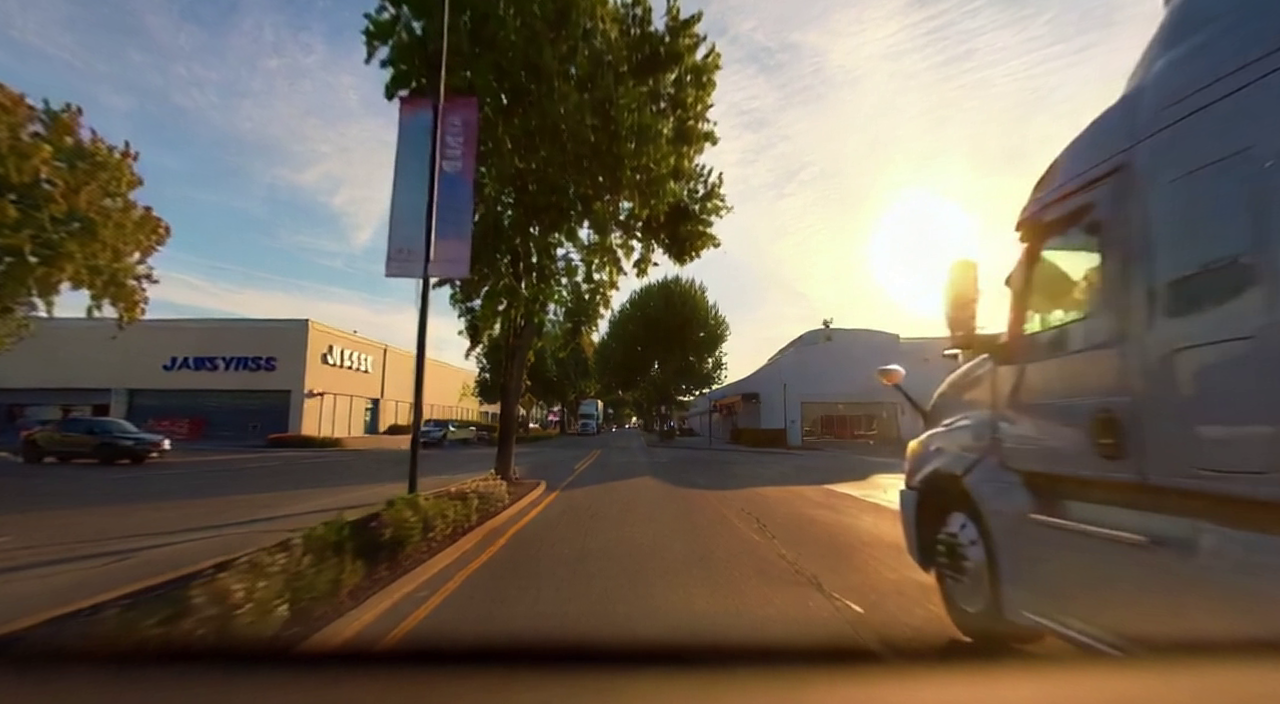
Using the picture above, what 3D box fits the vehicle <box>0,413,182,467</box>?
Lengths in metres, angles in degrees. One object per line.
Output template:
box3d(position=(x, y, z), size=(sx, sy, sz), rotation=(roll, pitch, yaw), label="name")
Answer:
box3d(position=(-16.985, 2.702, 19.393), size=(4.248, 1.511, 1.881), rotation=(-1, -7, 2), label="vehicle")

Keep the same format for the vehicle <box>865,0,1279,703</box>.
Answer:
box3d(position=(3.049, -0.550, 1.103), size=(3.000, 3.950, 5.876), rotation=(1, -7, -1), label="vehicle")
